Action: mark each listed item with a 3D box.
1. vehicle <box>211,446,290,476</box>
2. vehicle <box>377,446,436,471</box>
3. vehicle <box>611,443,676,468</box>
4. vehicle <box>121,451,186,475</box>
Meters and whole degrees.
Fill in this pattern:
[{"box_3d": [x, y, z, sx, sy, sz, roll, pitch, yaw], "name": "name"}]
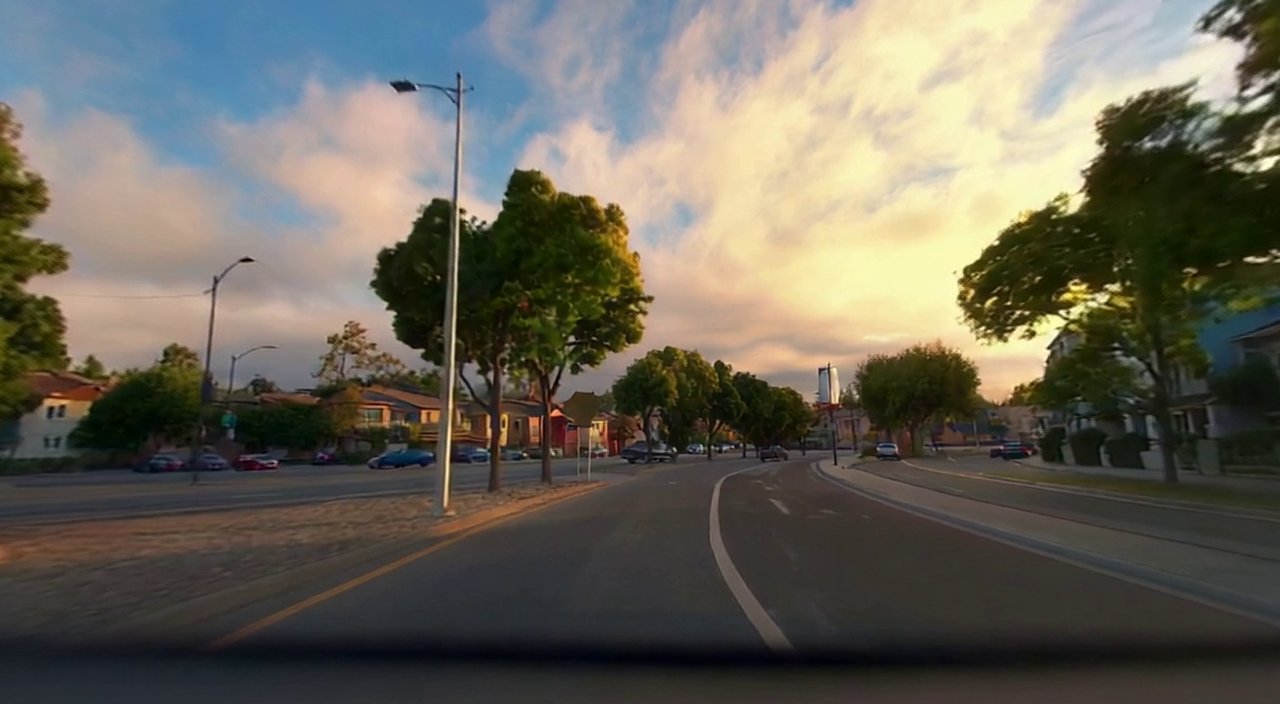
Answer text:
[{"box_3d": [-28.256, 7.994, 45.996, 1.944, 1.714, 4.408, -8, -16, 24], "name": "vehicle"}, {"box_3d": [-15.635, 7.135, 42.494, 1.753, 1.553, 3.575, -4, -9, 21], "name": "vehicle"}, {"box_3d": [0.294, 6.565, 40.191, 2.081, 1.489, 4.863, -5, -10, 27], "name": "vehicle"}, {"box_3d": [-35.110, 8.002, 45.600, 4.207, 1.612, 1.951, -5, -10, 26], "name": "vehicle"}]
